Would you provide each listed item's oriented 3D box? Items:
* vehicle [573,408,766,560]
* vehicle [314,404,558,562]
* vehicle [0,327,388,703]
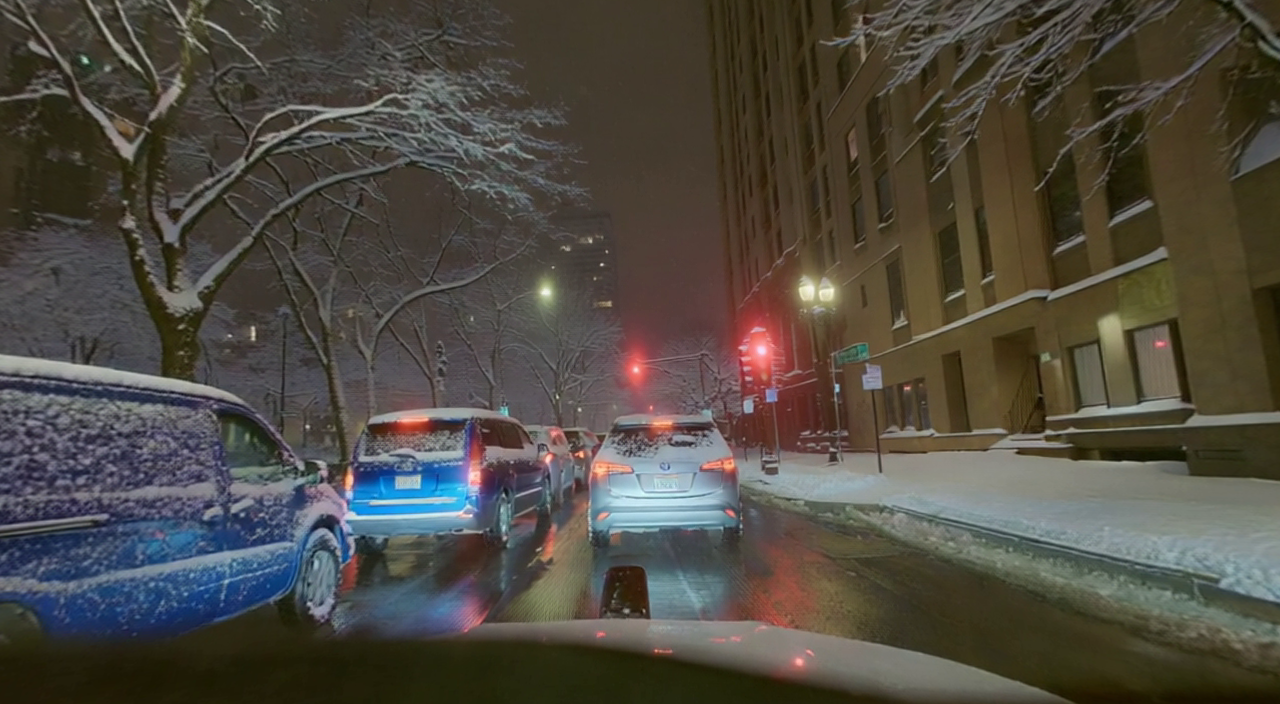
[{"bbox_3d":[0.360,1.810,9.260,2.205,1.727,3.917,0,-8,1],"label":"vehicle"},{"bbox_3d":[-2.650,1.842,9.610,2.124,1.799,4.587,0,-8,1],"label":"vehicle"},{"bbox_3d":[-3.172,0.980,3.485,1.940,1.722,3.823,0,-8,0],"label":"vehicle"}]
